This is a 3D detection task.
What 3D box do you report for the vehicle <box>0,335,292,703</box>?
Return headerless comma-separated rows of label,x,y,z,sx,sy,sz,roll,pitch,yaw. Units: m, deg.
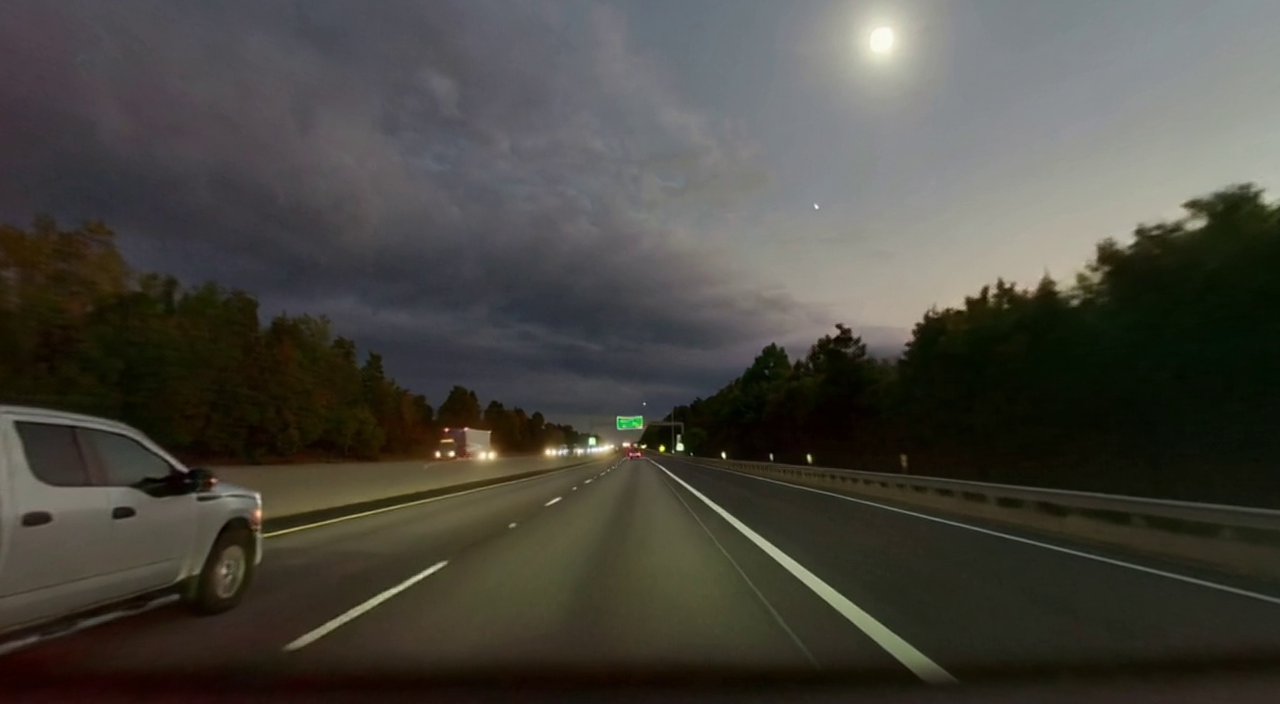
vehicle,-4.161,0.841,2.829,2.214,1.872,5.179,0,-9,0
